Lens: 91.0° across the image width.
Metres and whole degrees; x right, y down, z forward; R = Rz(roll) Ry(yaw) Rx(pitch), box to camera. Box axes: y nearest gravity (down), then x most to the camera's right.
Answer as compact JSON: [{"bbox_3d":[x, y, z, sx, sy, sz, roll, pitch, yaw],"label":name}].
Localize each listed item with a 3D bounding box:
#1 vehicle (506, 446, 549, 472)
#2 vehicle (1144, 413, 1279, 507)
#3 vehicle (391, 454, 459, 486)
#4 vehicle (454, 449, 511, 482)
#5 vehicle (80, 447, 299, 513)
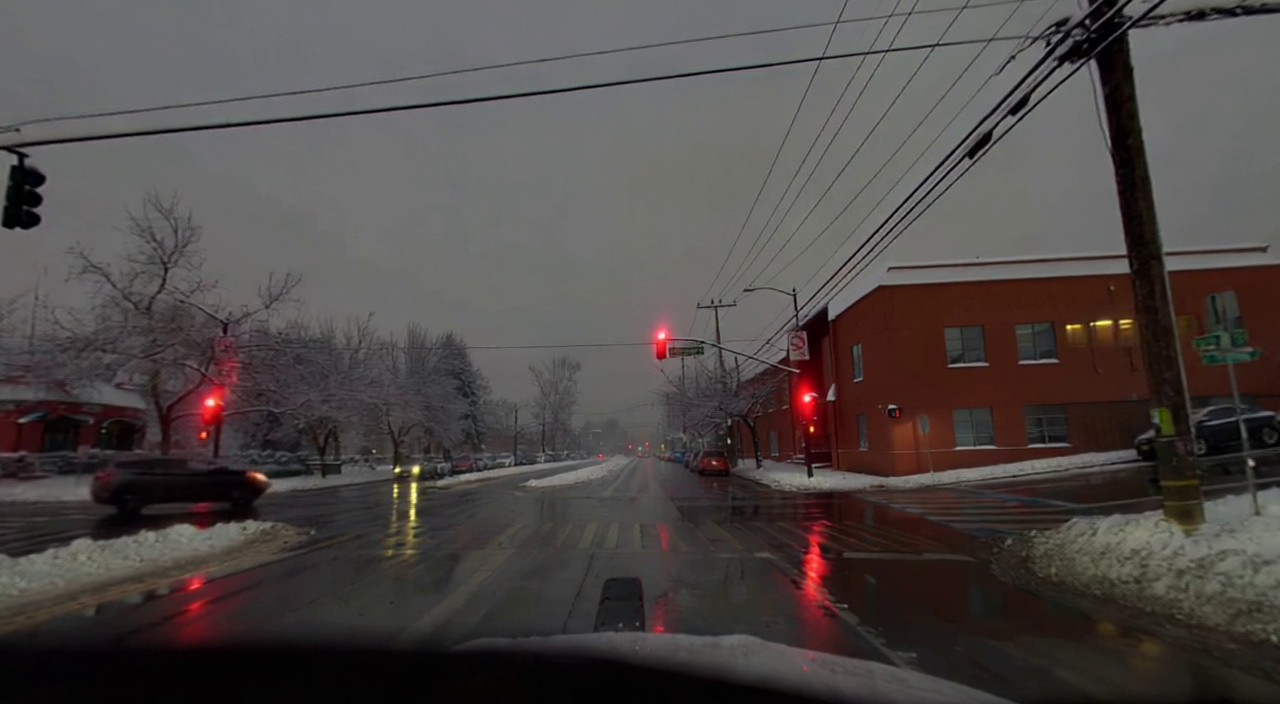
[{"bbox_3d":[-8.197,7.830,46.298,2.096,1.830,4.752,0,-9,2],"label":"vehicle"},{"bbox_3d":[12.737,2.167,12.822,3.234,1.746,1.941,0,-9,-2],"label":"vehicle"},{"bbox_3d":[-12.028,6.605,35.620,1.943,1.574,4.727,0,-9,3],"label":"vehicle"},{"bbox_3d":[-8.710,6.313,35.219,2.020,1.672,3.842,0,-9,3],"label":"vehicle"},{"bbox_3d":[-12.480,3.560,17.888,4.525,1.650,2.120,4,-9,-20],"label":"vehicle"}]
